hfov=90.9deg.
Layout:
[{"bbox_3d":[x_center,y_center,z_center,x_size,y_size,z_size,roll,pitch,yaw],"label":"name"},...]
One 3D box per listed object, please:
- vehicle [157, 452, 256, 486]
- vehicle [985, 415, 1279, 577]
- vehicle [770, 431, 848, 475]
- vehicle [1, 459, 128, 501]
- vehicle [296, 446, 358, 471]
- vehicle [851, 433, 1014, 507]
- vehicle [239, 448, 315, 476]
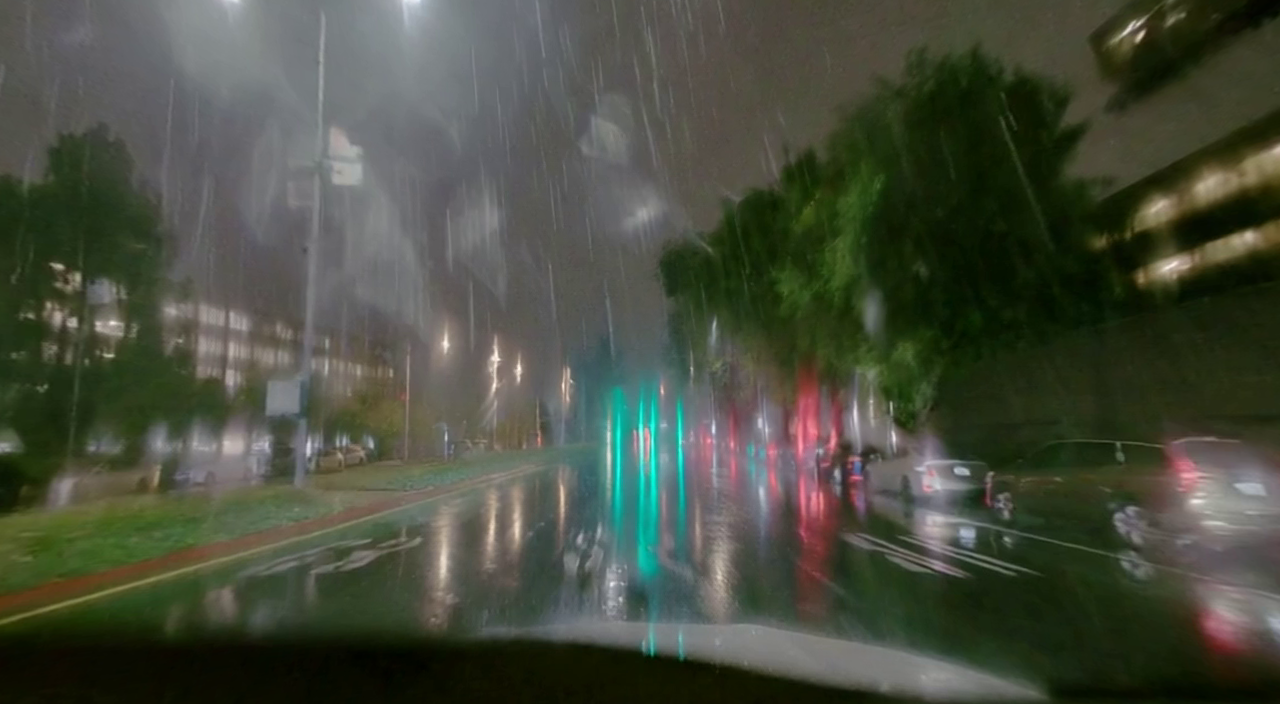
[{"bbox_3d":[-22.117,5.944,32.426,1.795,1.415,4.664,-5,-9,0],"label":"vehicle"},{"bbox_3d":[6.978,1.790,8.687,1.877,1.630,4.390,0,-8,-1],"label":"vehicle"},{"bbox_3d":[7.086,4.301,27.025,1.963,1.701,5.028,-1,-8,1],"label":"vehicle"},{"bbox_3d":[-22.102,4.888,24.380,1.842,1.312,3.209,-3,-9,1],"label":"vehicle"},{"bbox_3d":[-21.890,7.454,44.363,1.827,1.518,4.870,-3,-9,1],"label":"vehicle"},{"bbox_3d":[7.051,2.871,15.841,1.964,1.559,4.533,-1,-8,1],"label":"vehicle"},{"bbox_3d":[-22.189,6.695,38.733,1.990,1.525,4.387,-3,-9,1],"label":"vehicle"}]
